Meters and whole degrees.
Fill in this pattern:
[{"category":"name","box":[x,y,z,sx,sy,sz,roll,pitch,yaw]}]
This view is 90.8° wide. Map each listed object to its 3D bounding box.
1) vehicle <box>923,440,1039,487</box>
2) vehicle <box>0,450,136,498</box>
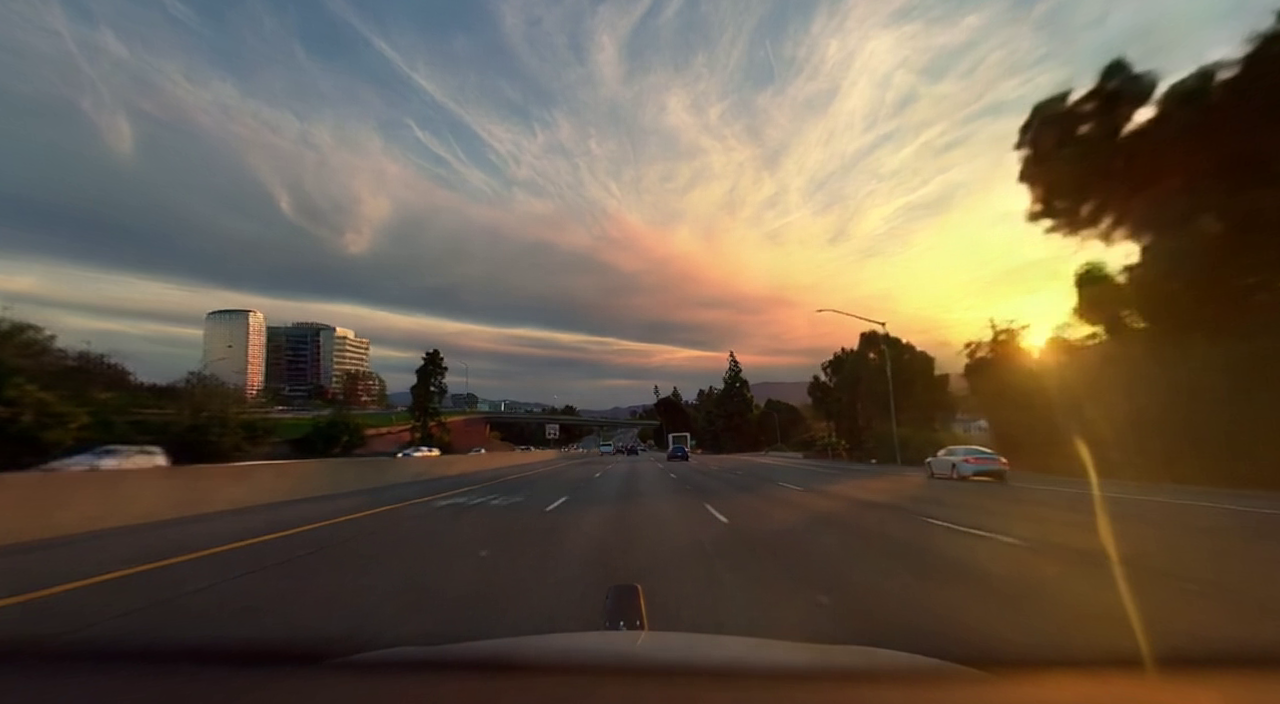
[{"category":"vehicle","box":[12.177,3.996,22.916,1.878,1.509,4.327,-1,-9,2]},{"category":"vehicle","box":[-23.163,4.822,25.460,1.986,1.724,4.400,0,-9,0]}]
